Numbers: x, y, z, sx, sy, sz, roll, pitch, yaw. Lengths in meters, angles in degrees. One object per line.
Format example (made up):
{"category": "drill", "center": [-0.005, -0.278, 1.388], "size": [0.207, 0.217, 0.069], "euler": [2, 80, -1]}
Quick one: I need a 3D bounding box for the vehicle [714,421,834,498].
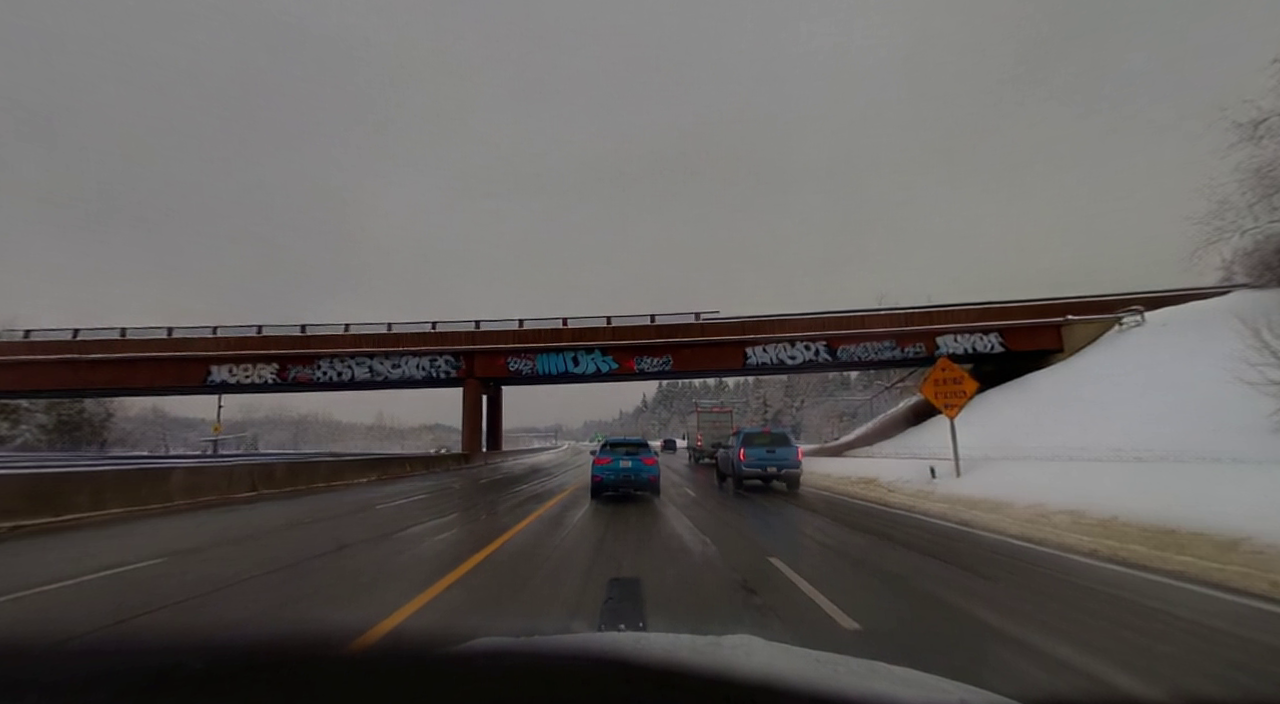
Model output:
{"category": "vehicle", "center": [3.739, 3.163, 18.979], "size": [2.311, 1.922, 5.977], "euler": [0, -8, 0]}

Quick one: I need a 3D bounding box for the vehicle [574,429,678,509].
{"category": "vehicle", "center": [-0.280, 2.761, 15.332], "size": [2.193, 1.651, 3.946], "euler": [0, -8, 1]}

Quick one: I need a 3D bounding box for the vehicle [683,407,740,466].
{"category": "vehicle", "center": [4.438, 5.503, 40.552], "size": [2.873, 3.408, 7.323], "euler": [0, -8, 1]}
